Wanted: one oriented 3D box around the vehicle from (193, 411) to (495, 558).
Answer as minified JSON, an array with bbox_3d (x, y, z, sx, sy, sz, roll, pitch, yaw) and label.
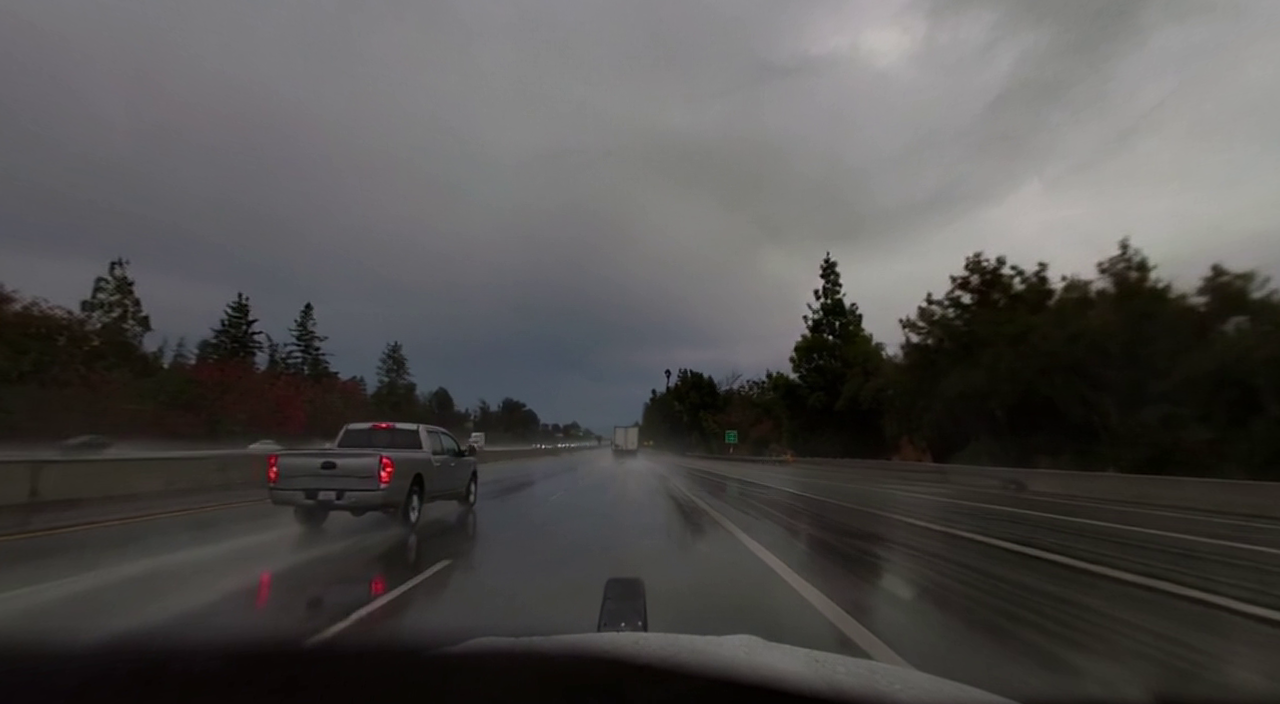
[{"bbox_3d":[-4.133,1.979,10.119,2.316,1.731,5.126,0,-9,1],"label":"vehicle"}]
